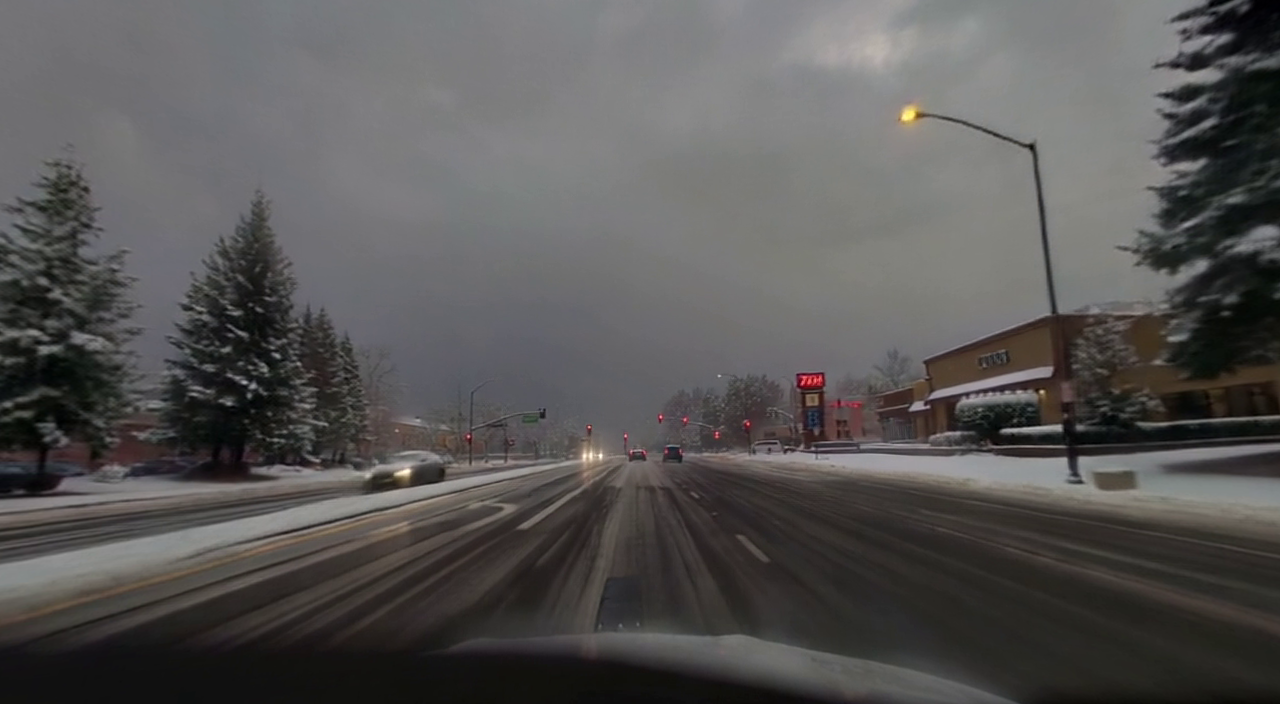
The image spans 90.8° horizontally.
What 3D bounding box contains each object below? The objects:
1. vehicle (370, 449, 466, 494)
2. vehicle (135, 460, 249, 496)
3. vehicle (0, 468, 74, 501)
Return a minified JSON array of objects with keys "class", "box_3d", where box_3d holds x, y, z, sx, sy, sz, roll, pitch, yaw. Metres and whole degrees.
[{"class":"vehicle","box_3d":[-8.314,4.487,24.177,1.958,1.534,4.598,0,-9,1]},{"class":"vehicle","box_3d":[-22.935,6.436,32.543,4.366,1.666,1.952,4,-10,-24]},{"class":"vehicle","box_3d":[-31.513,6.568,31.474,4.511,1.480,1.959,1,-9,-4]}]
